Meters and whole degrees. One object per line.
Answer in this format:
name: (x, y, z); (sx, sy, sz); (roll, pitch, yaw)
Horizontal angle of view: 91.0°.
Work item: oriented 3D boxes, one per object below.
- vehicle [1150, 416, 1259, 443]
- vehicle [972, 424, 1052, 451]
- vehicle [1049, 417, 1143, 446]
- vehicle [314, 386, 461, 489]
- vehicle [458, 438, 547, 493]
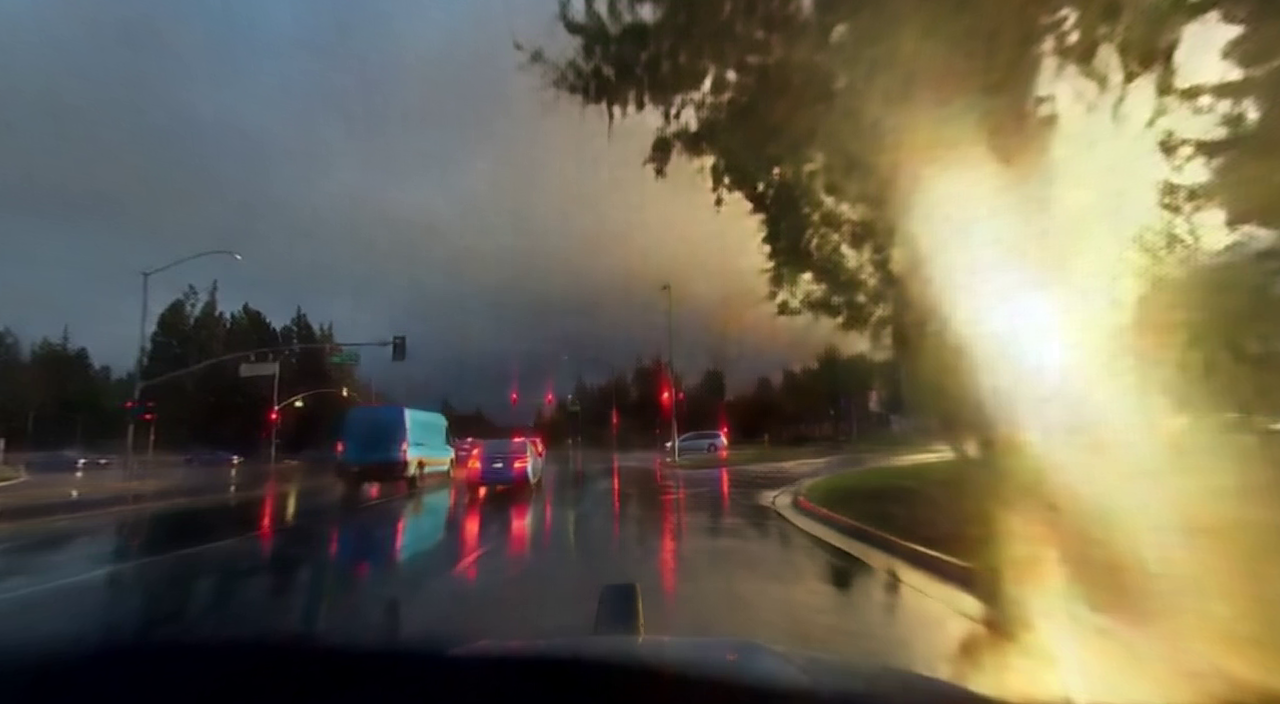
vehicle: (33.378, 4.603, 37.338); (4.342, 1.513, 1.838); (-2, -9, 14)
vehicle: (21.345, 4.922, 36.159); (3.718, 1.480, 1.981); (4, -9, -20)
vehicle: (27.685, 4.868, 38.363); (4.056, 1.659, 1.881); (-2, -9, 12)
vehicle: (-8.126, 2.948, 21.332); (2.461, 2.889, 6.776); (1, -9, -3)
vehicle: (-4.129, 3.487, 19.682); (2.019, 1.485, 4.565); (1, -9, -4)
